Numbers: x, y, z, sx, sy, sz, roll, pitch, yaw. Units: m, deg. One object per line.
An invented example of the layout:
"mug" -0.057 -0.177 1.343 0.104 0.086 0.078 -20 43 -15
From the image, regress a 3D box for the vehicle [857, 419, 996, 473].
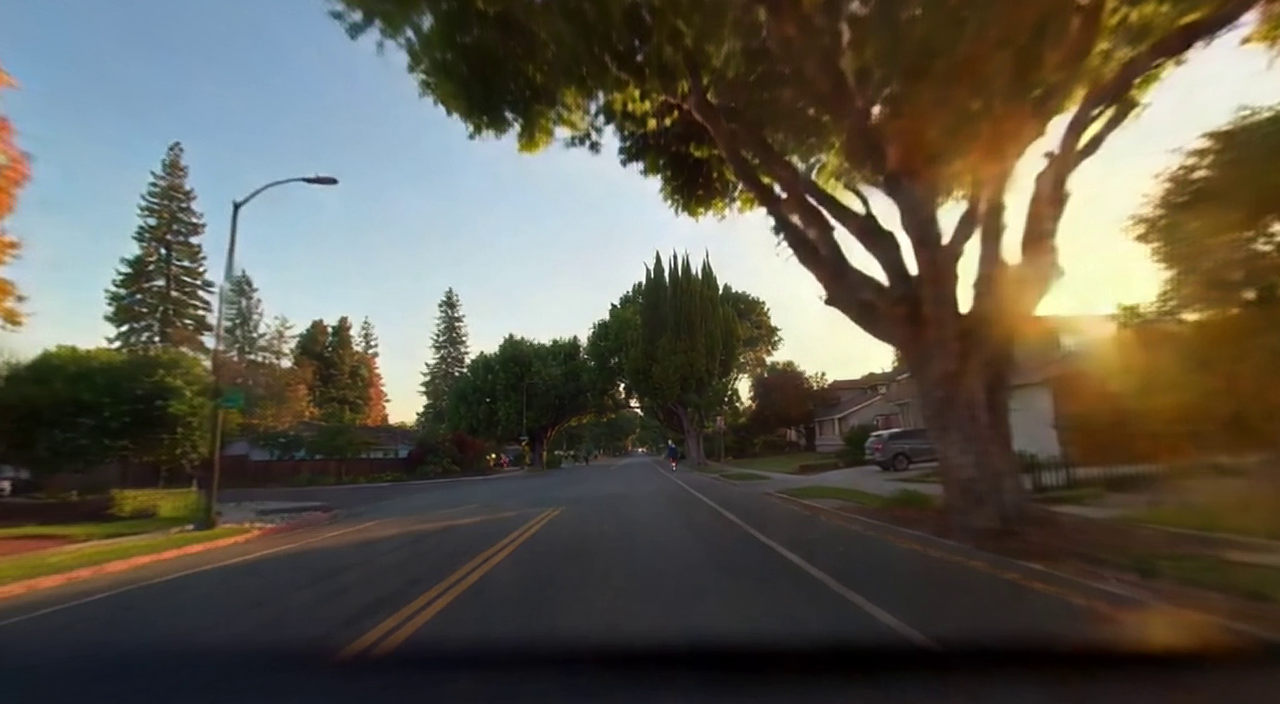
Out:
"vehicle" 10.327 3.425 23.063 4.146 1.866 1.897 -1 -9 5
